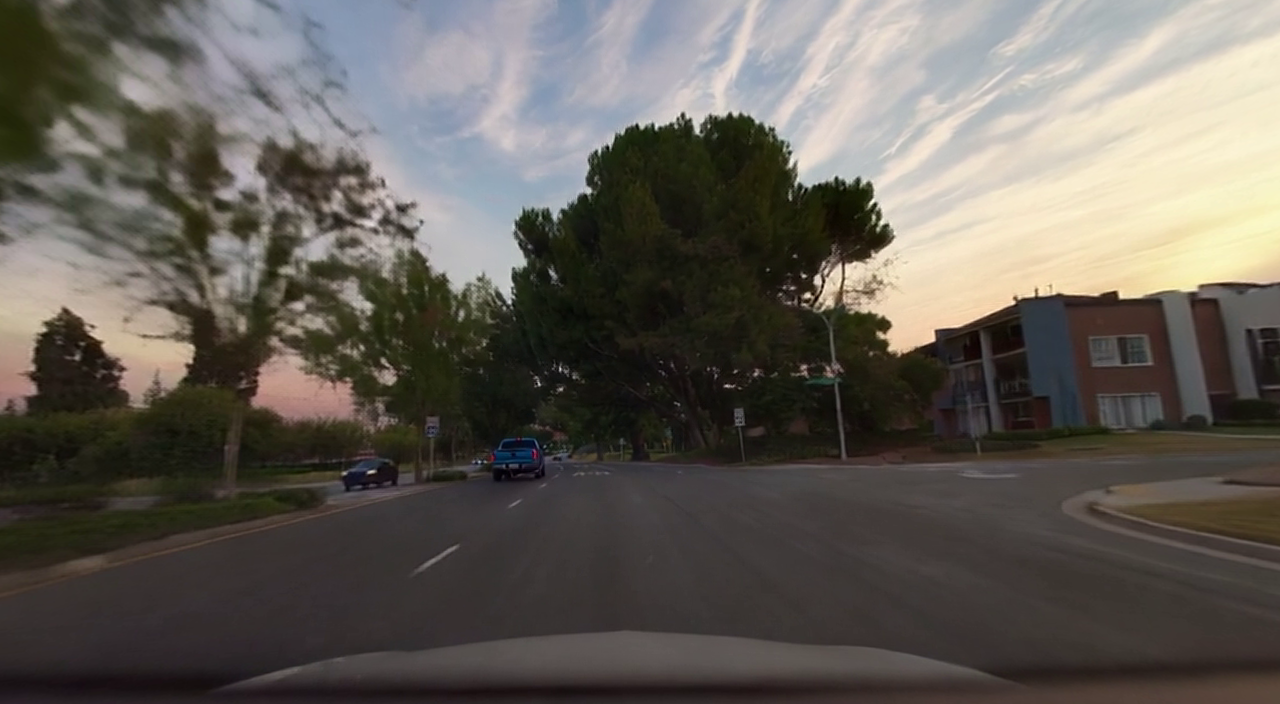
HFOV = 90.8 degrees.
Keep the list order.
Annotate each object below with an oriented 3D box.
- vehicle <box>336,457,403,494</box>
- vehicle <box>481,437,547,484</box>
[{"bbox_3d":[-13.417,6.103,31.595,1.883,1.632,4.024,0,-9,-5],"label":"vehicle"},{"bbox_3d":[-5.614,4.925,29.086,2.267,1.849,6.402,0,-9,-5],"label":"vehicle"}]
